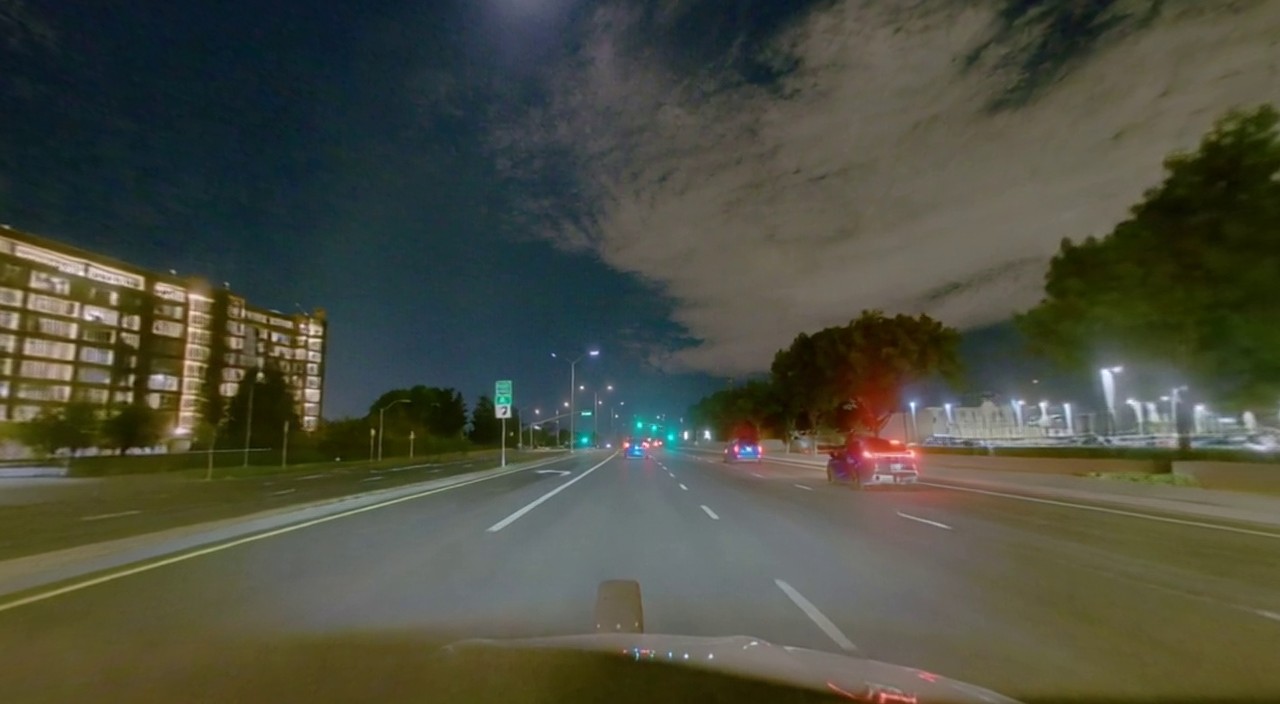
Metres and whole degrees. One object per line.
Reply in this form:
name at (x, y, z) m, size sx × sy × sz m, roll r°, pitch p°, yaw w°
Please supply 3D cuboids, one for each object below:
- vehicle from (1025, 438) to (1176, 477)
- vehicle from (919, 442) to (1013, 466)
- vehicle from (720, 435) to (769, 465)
vehicle at (19.130, 4.389, 26.340) m, size 4.644 × 1.552 × 1.980 m, roll -1°, pitch -9°, yaw 4°
vehicle at (19.813, 6.202, 38.340) m, size 4.653 × 1.438 × 1.939 m, roll 0°, pitch -9°, yaw -2°
vehicle at (6.606, 6.249, 40.306) m, size 2.136 × 1.799 × 4.796 m, roll 0°, pitch -9°, yaw -2°
